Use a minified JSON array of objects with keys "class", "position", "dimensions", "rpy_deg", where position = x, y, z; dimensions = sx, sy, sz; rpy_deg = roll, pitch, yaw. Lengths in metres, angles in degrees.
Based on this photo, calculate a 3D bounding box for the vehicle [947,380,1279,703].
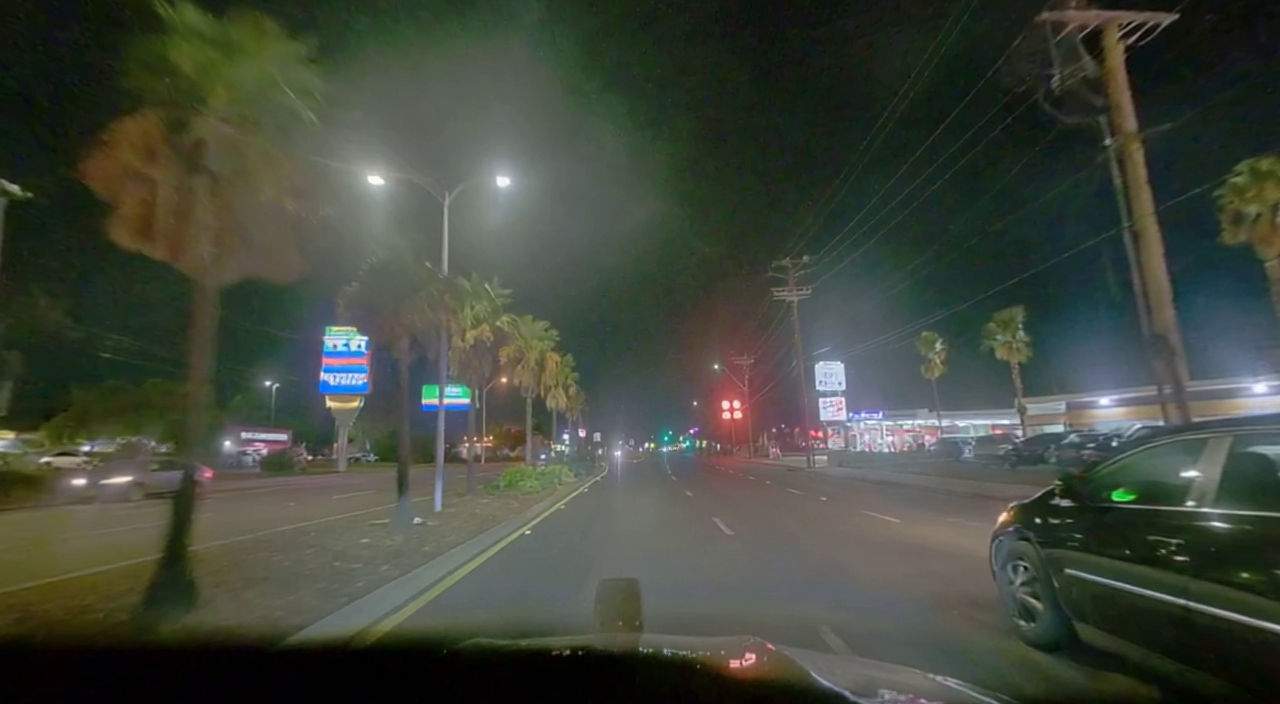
[{"class":"vehicle","position":[3.401,0.895,2.280],"dimensions":[2.075,1.579,5.101],"rpy_deg":[0,-9,1]}]

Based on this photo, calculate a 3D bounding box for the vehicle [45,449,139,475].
[{"class":"vehicle","position":[-38.485,7.693,44.557],"dimensions":[2.172,1.703,4.689],"rpy_deg":[-1,-9,4]}]

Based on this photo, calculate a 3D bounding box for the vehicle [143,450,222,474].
[{"class":"vehicle","position":[-32.172,7.721,44.603],"dimensions":[1.886,1.609,4.563],"rpy_deg":[-1,-9,6]}]
